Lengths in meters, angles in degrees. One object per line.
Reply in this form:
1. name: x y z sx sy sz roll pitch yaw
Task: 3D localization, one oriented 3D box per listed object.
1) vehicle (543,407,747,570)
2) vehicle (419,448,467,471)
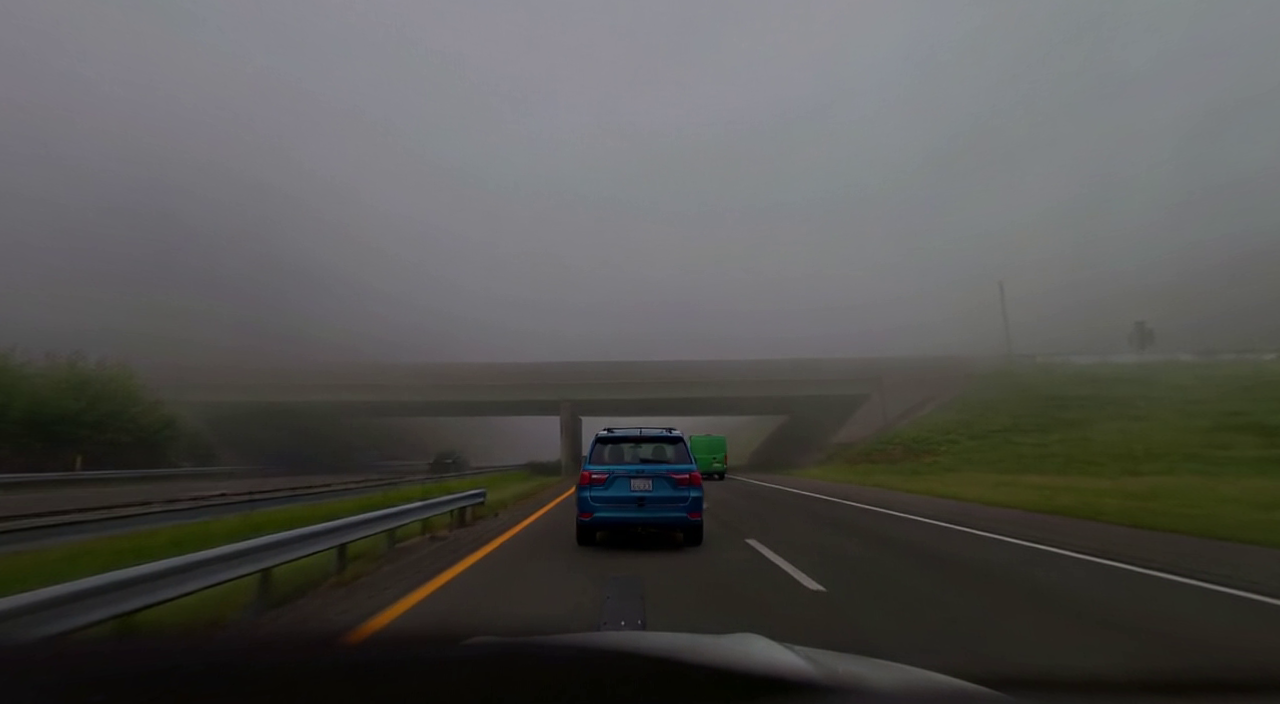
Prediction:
1. vehicle: 0.065 1.854 9.206 2.288 1.823 4.059 0 -9 0
2. vehicle: -13.668 7.473 43.935 1.836 1.465 4.514 0 -9 0
